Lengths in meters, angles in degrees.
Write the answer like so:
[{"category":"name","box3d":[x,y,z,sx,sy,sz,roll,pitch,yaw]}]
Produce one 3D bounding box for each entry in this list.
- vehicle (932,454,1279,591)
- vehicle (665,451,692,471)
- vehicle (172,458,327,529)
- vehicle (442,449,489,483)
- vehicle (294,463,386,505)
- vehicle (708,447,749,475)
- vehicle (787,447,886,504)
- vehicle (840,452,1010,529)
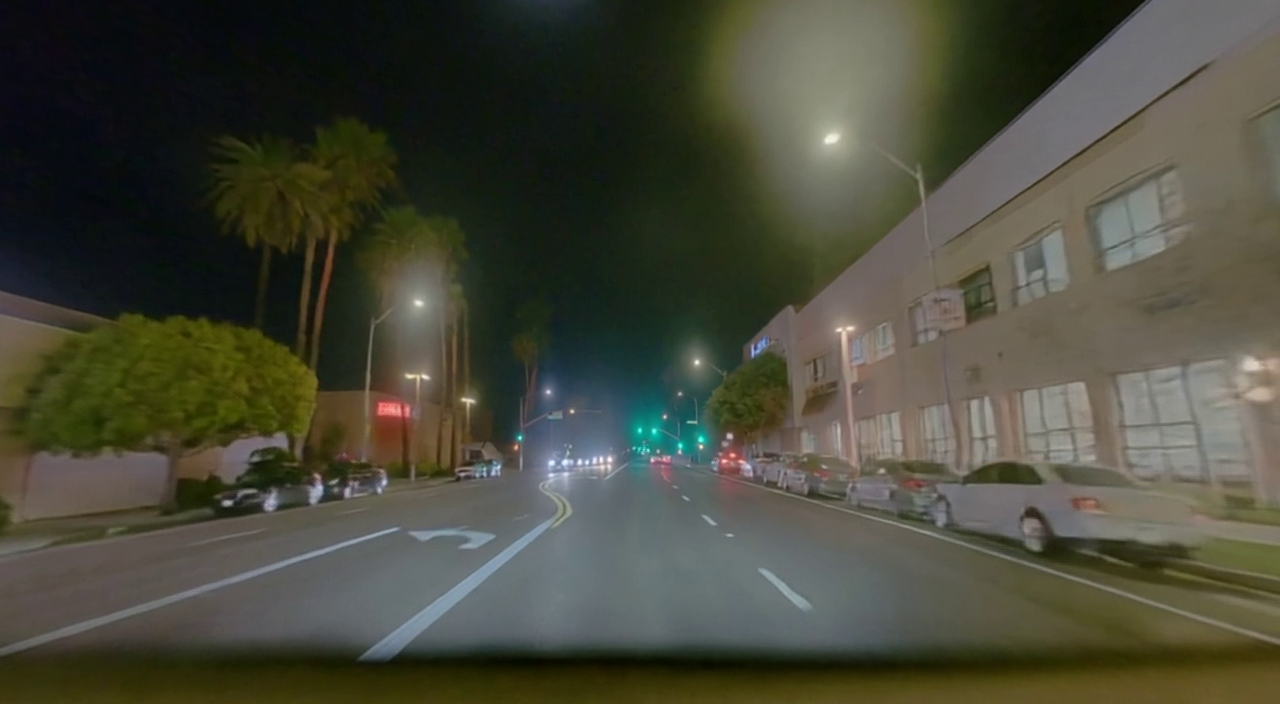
[{"category":"vehicle","box3d":[6.528,2.336,9.652,1.840,1.503,4.760,0,-9,0]},{"category":"vehicle","box3d":[2.954,8.449,49.200,1.896,1.501,3.625,0,-9,0]},{"category":"vehicle","box3d":[-12.740,4.588,21.108,1.975,1.570,5.265,-8,-7,-3]},{"category":"vehicle","box3d":[-12.638,8.399,46.065,2.217,1.976,4.738,-1,-15,-2]},{"category":"vehicle","box3d":[-12.716,5.571,27.111,1.838,1.515,4.432,0,-9,-1]},{"category":"vehicle","box3d":[6.420,7.930,46.385,2.128,1.887,5.602,0,-9,0]},{"category":"vehicle","box3d":[6.485,4.069,21.368,1.861,1.695,4.283,0,-9,-1]},{"category":"vehicle","box3d":[6.583,3.205,15.256,1.831,1.504,4.498,0,-9,-2]}]
